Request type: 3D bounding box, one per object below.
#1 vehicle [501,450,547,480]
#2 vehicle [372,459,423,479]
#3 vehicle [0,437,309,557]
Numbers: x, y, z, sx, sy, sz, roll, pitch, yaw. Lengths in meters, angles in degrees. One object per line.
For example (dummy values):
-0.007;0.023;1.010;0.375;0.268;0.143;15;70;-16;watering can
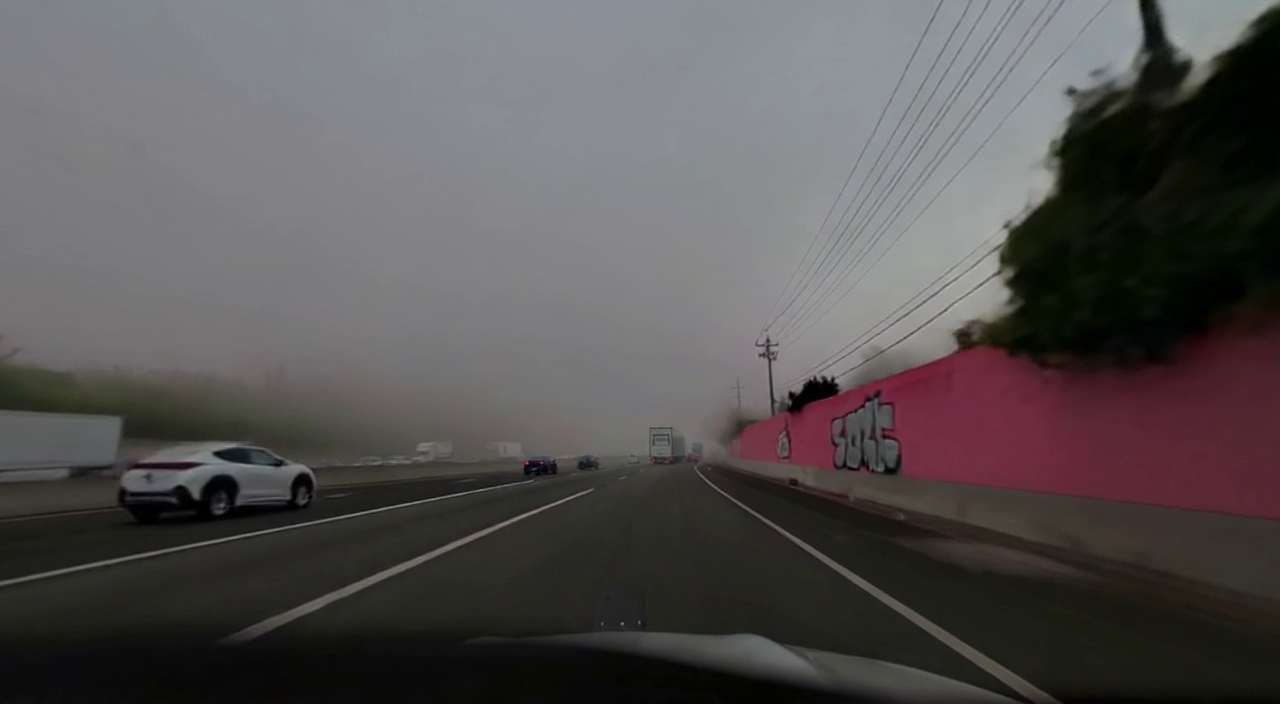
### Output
-6.143;5.987;33.659;1.708;1.489;2.840;-1;-9;4;vehicle
-17.834;8.614;46.502;1.944;1.385;3.712;-1;-9;6;vehicle
-7.538;2.232;10.336;1.966;1.565;3.766;-1;-9;3;vehicle
